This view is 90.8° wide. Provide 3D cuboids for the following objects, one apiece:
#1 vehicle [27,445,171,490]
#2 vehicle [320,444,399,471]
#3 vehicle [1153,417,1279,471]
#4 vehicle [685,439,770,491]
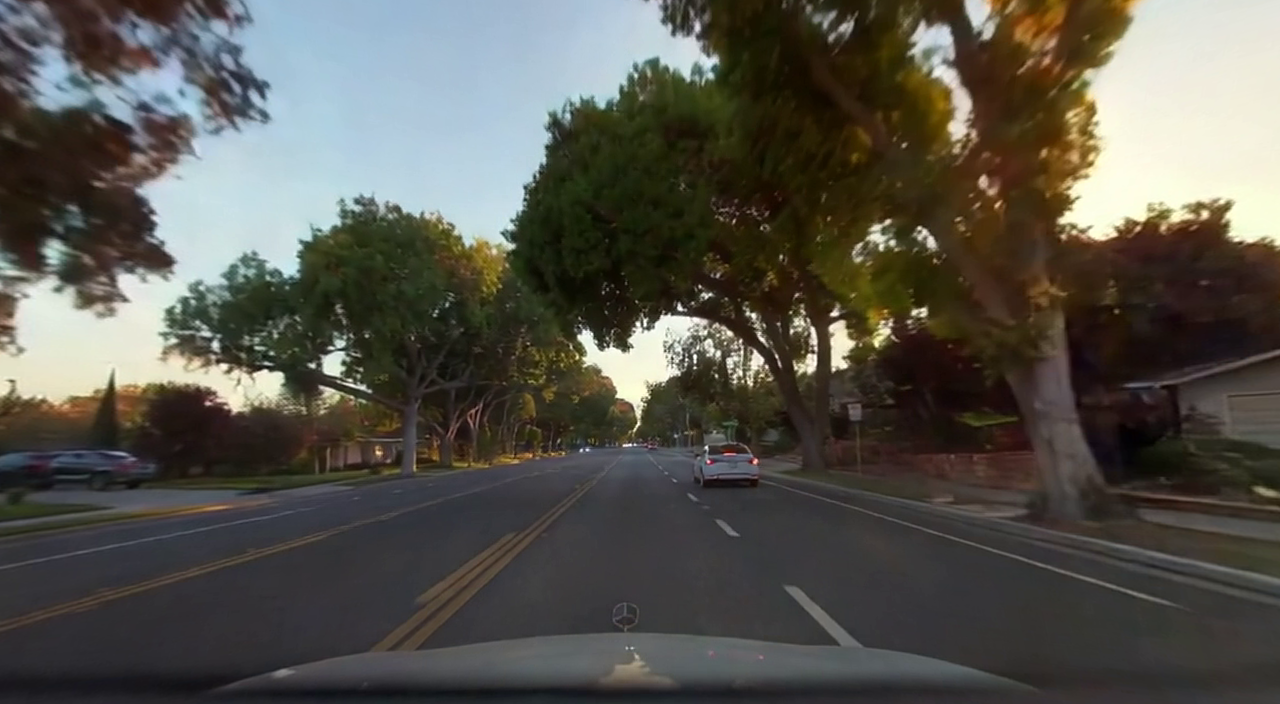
[{"bbox_3d":[-25.217,5.365,29.590,4.671,1.776,2.250,-3,-9,0],"label":"vehicle"},{"bbox_3d":[-20.513,7.714,46.367,4.741,1.916,2.169,0,-9,1],"label":"vehicle"},{"bbox_3d":[18.599,2.791,19.092,4.343,1.519,2.051,0,-9,-1],"label":"vehicle"},{"bbox_3d":[2.720,3.624,20.655,2.057,1.493,4.225,0,-9,-2],"label":"vehicle"}]
